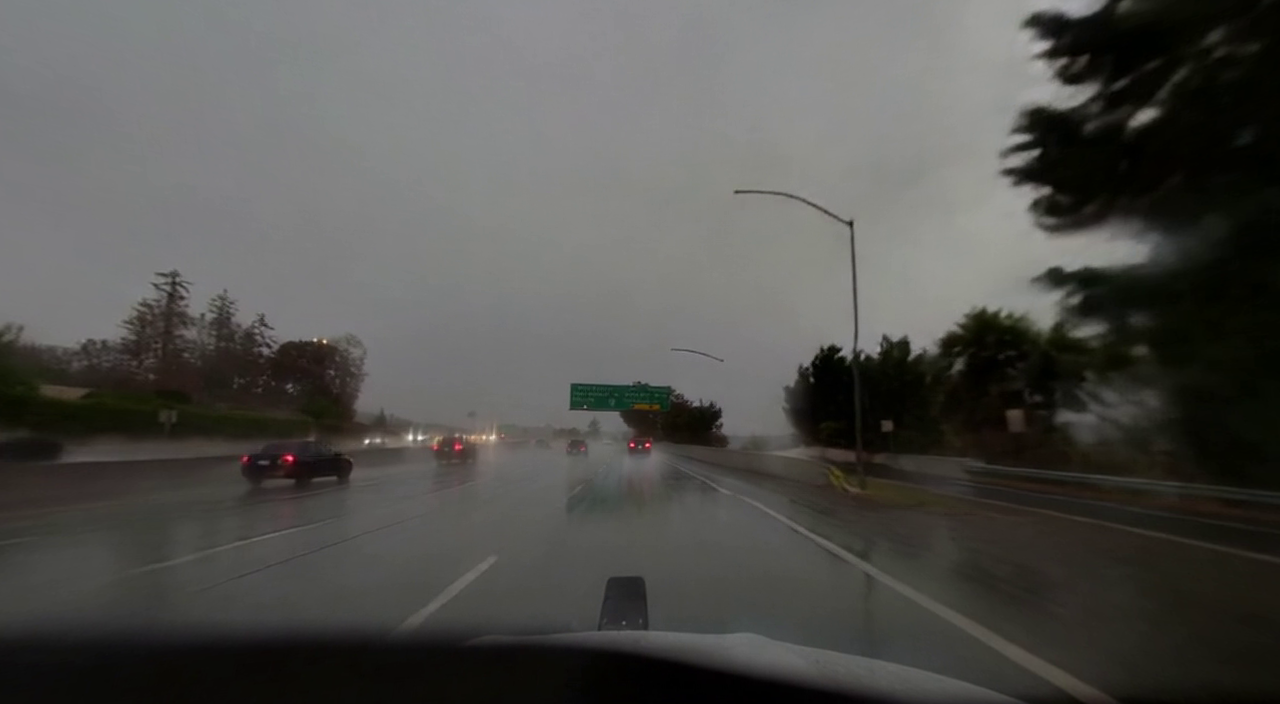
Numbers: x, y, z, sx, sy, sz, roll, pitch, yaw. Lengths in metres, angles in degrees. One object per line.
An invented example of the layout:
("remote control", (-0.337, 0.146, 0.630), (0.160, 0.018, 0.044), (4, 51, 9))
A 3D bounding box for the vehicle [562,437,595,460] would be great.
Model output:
("vehicle", (-4.406, 6.953, 45.539), (1.991, 1.610, 4.606), (0, -8, -1))

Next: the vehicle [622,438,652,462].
("vehicle", (-0.223, 6.431, 41.453), (1.881, 1.460, 3.694), (0, -8, -2))

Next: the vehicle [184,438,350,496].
("vehicle", (-10.724, 3.308, 18.710), (1.935, 1.474, 5.033), (0, -8, -1))

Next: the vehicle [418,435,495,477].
("vehicle", (-7.698, 4.384, 26.929), (2.086, 1.628, 4.039), (0, -8, 0))
